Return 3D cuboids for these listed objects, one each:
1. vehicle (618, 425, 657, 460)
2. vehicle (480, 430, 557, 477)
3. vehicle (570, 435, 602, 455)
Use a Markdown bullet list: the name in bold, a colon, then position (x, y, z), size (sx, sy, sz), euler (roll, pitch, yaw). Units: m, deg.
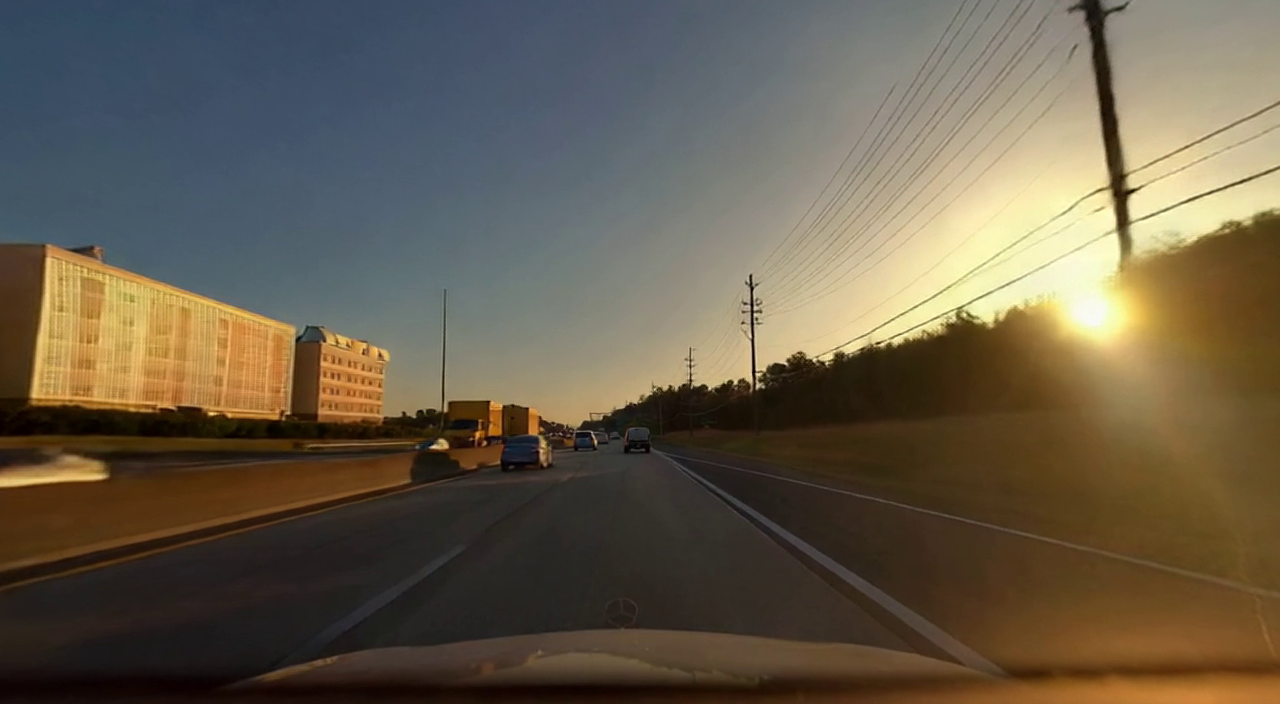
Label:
- **vehicle**: position (-0.177, 5.477, 38.139), size (2.213, 1.997, 4.456), euler (0, -8, -1)
- **vehicle**: position (-4.419, 3.742, 23.504), size (2.058, 1.557, 4.125), euler (0, -8, 0)
- **vehicle**: position (-4.135, 7.221, 48.873), size (2.087, 1.464, 4.853), euler (0, -8, -1)
